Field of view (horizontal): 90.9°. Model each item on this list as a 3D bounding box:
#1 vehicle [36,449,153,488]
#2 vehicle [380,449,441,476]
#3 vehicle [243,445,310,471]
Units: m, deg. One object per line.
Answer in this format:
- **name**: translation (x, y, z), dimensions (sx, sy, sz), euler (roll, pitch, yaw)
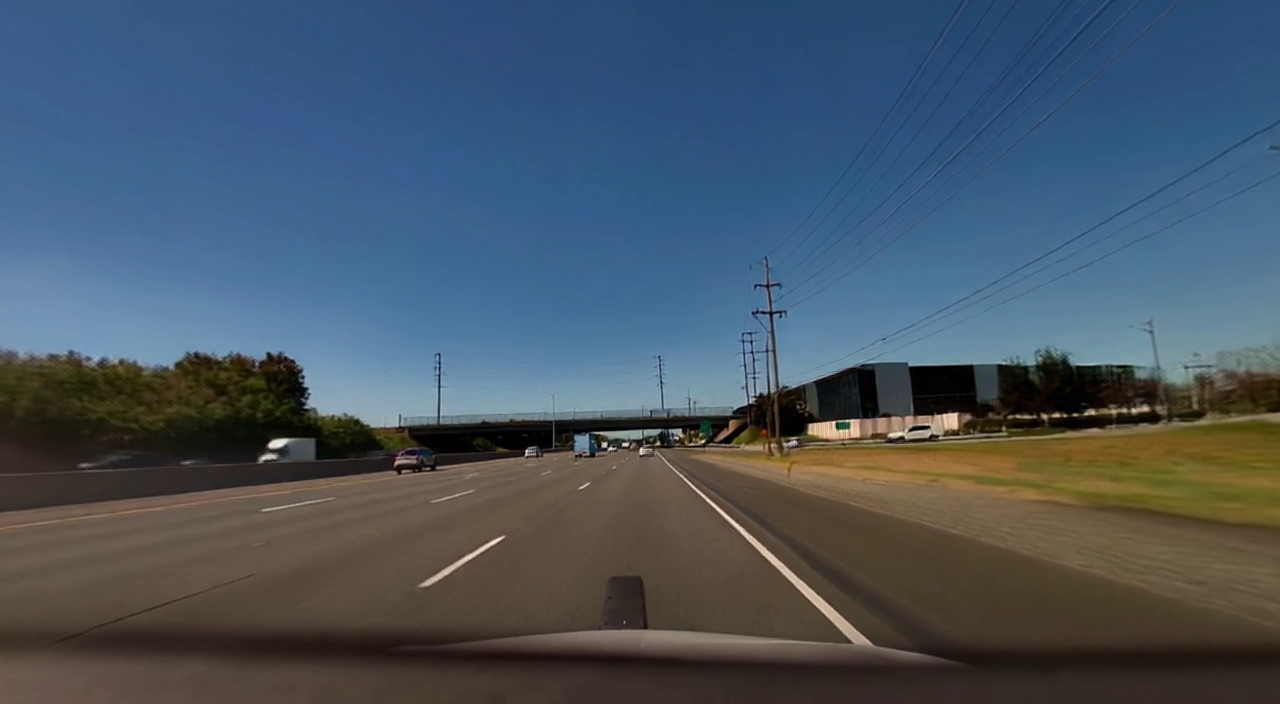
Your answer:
- **vehicle**: translation (-23.407, 4.982, 27.250), dimensions (1.647, 1.538, 3.731), euler (0, -8, 1)
- **vehicle**: translation (-13.829, 6.666, 38.302), dimensions (1.988, 1.477, 4.442), euler (0, -8, 1)
- **vehicle**: translation (-26.962, 7.838, 46.961), dimensions (2.116, 1.849, 4.552), euler (0, -8, 2)
